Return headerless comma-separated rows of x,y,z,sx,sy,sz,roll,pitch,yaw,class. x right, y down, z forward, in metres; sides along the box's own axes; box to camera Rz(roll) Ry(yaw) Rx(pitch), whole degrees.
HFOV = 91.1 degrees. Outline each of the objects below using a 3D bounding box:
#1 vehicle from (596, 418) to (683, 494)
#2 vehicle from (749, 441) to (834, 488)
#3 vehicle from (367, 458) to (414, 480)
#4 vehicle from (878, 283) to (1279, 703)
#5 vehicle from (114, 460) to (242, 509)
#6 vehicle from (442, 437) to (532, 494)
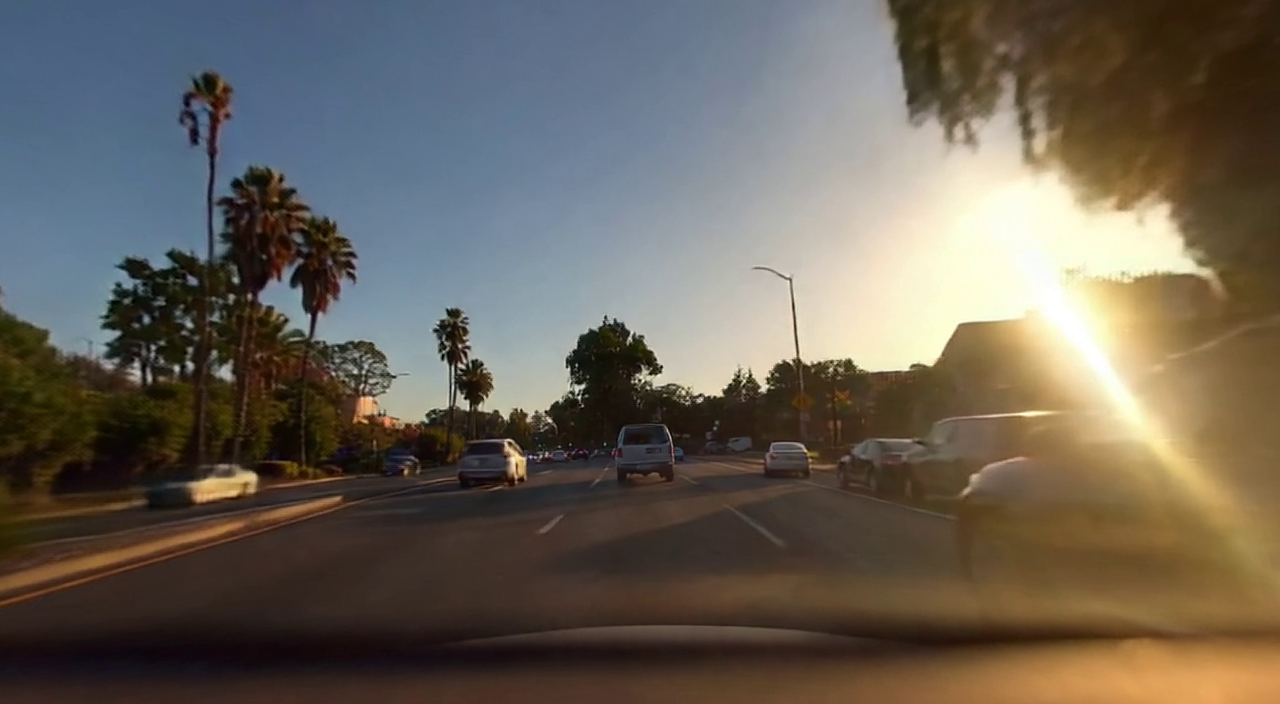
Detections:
-0.193,3.444,21.169,2.507,2.161,6.049,0,-9,-3,vehicle
4.984,3.757,21.357,2.178,1.411,4.732,-1,-9,6,vehicle
-19.135,8.984,48.364,1.994,1.524,4.698,0,-9,-4,vehicle
3.362,0.711,2.170,2.576,1.815,6.267,0,-9,0,vehicle
-18.773,5.380,25.832,2.048,1.679,4.356,-1,-9,-2,vehicle
-5.011,3.777,21.275,2.235,1.682,4.662,0,-9,-5,vehicle
